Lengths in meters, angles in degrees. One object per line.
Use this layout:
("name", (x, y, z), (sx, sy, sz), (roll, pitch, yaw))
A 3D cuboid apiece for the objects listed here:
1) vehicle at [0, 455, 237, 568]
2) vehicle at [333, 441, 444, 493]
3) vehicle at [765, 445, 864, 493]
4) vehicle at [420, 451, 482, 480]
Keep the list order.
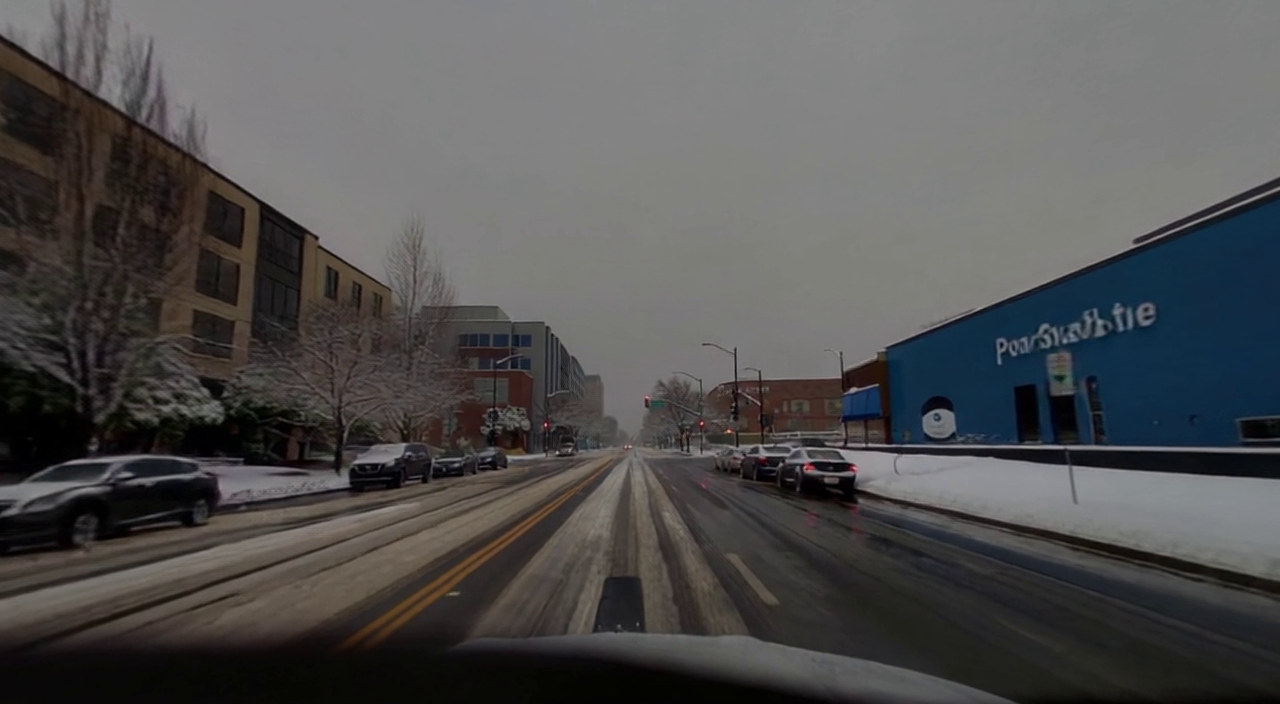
("vehicle", (-9.605, 2.638, 11.254), (2.021, 1.482, 4.601), (0, -8, -3))
("vehicle", (-9.944, 4.546, 25.596), (2.228, 1.863, 5.407), (-1, -8, 1))
("vehicle", (6.097, 4.131, 22.796), (2.038, 1.482, 4.994), (0, -8, -2))
("vehicle", (-10.233, 6.142, 34.582), (1.953, 1.387, 4.529), (0, -8, 0))
